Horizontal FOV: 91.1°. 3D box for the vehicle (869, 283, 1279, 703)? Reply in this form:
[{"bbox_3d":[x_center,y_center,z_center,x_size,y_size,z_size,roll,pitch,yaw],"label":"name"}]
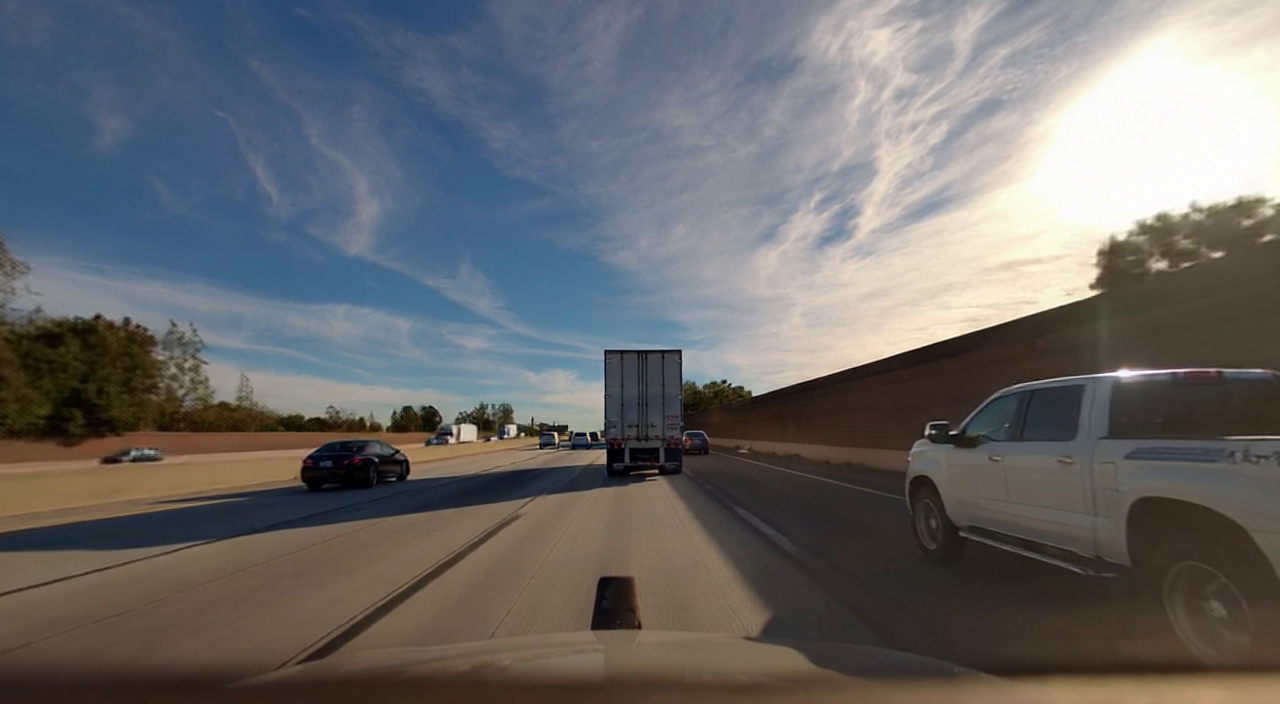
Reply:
[{"bbox_3d":[3.588,0.873,4.229,2.118,1.832,4.901,0,-8,-1],"label":"vehicle"}]

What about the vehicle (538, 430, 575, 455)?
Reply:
[{"bbox_3d":[-5.715,6.258,43.633,2.134,1.650,4.133,0,-8,-2],"label":"vehicle"}]

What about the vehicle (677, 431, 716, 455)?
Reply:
[{"bbox_3d":[3.761,6.089,42.404,2.044,1.508,4.716,0,-8,-2],"label":"vehicle"}]

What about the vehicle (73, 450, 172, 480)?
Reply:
[{"bbox_3d":[-30.705,6.684,37.518,1.840,1.591,4.869,0,-8,-1],"label":"vehicle"}]

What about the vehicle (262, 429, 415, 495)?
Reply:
[{"bbox_3d":[-7.702,2.810,16.571,2.059,1.500,4.001,0,-8,-1],"label":"vehicle"}]

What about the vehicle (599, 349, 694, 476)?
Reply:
[{"bbox_3d":[-0.074,2.558,24.675,2.904,3.915,10.473,0,-8,-3],"label":"vehicle"}]
